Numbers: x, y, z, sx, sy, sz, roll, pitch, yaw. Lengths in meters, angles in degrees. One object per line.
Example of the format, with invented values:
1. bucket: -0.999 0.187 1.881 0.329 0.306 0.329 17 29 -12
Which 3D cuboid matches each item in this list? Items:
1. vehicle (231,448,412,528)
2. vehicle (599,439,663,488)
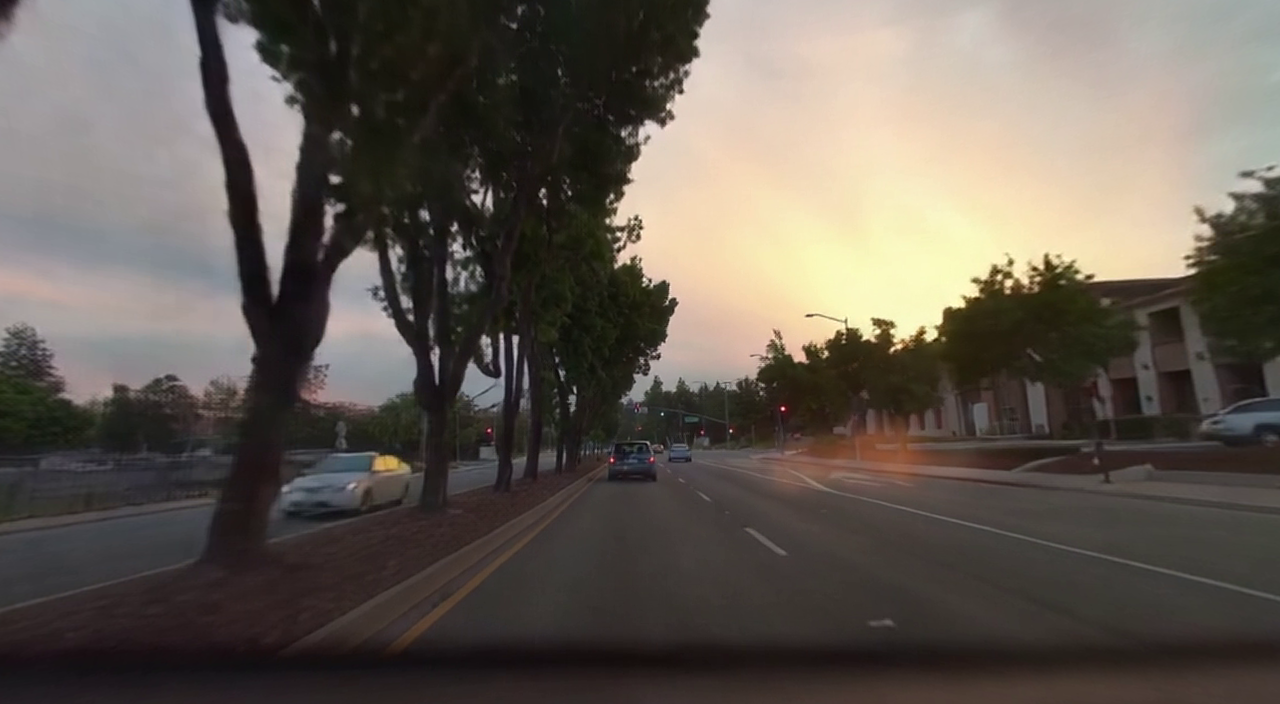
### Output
1. vehicle: -7.289 3.113 15.107 2.094 1.579 4.297 0 -9 0
2. vehicle: -0.337 4.085 23.513 2.181 1.639 4.127 0 -9 -1
